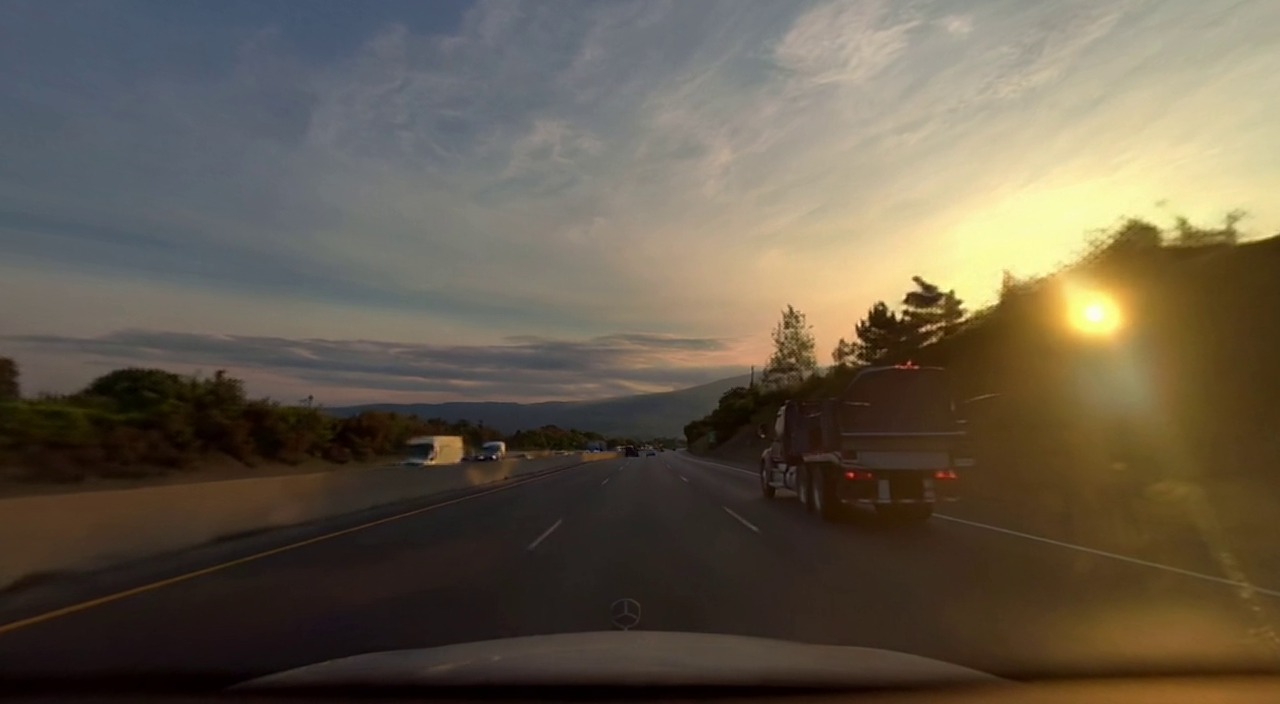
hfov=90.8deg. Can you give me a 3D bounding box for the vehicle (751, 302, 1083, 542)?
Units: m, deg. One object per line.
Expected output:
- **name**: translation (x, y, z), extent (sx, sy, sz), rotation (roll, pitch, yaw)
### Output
- **vehicle**: translation (4.509, 1.565, 12.788), extent (2.771, 3.313, 8.121), rotation (0, -9, -2)

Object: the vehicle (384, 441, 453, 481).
- **vehicle**: translation (-14.511, 7.181, 41.758), extent (2.265, 2.400, 6.009), rotation (0, -9, 1)
